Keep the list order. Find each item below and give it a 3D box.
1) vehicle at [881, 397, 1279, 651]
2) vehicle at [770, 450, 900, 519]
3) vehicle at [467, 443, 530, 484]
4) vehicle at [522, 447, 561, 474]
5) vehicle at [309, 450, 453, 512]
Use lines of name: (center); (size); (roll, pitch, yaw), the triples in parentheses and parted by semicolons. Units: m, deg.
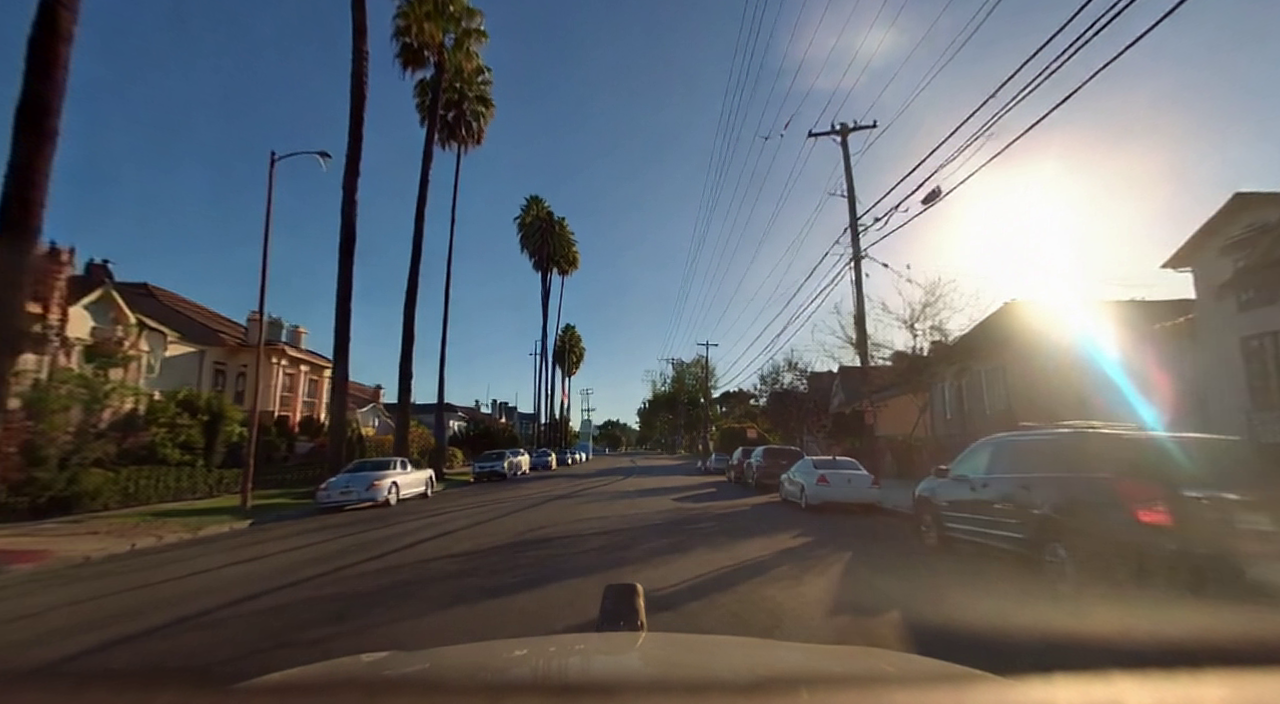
vehicle: (4.765, 1.626, 7.101); (2.115, 1.826, 4.871); (1, -9, -1)
vehicle: (4.824, 3.313, 16.358); (1.795, 1.424, 4.327); (-3, -9, -2)
vehicle: (-7.221, 5.716, 32.799); (2.077, 1.888, 4.551); (-1, -8, 2)
vehicle: (-6.848, 7.587, 44.462); (2.085, 1.770, 4.429); (0, -9, 0)
vehicle: (-7.039, 3.530, 17.827); (2.013, 1.483, 4.645); (0, -9, 1)
